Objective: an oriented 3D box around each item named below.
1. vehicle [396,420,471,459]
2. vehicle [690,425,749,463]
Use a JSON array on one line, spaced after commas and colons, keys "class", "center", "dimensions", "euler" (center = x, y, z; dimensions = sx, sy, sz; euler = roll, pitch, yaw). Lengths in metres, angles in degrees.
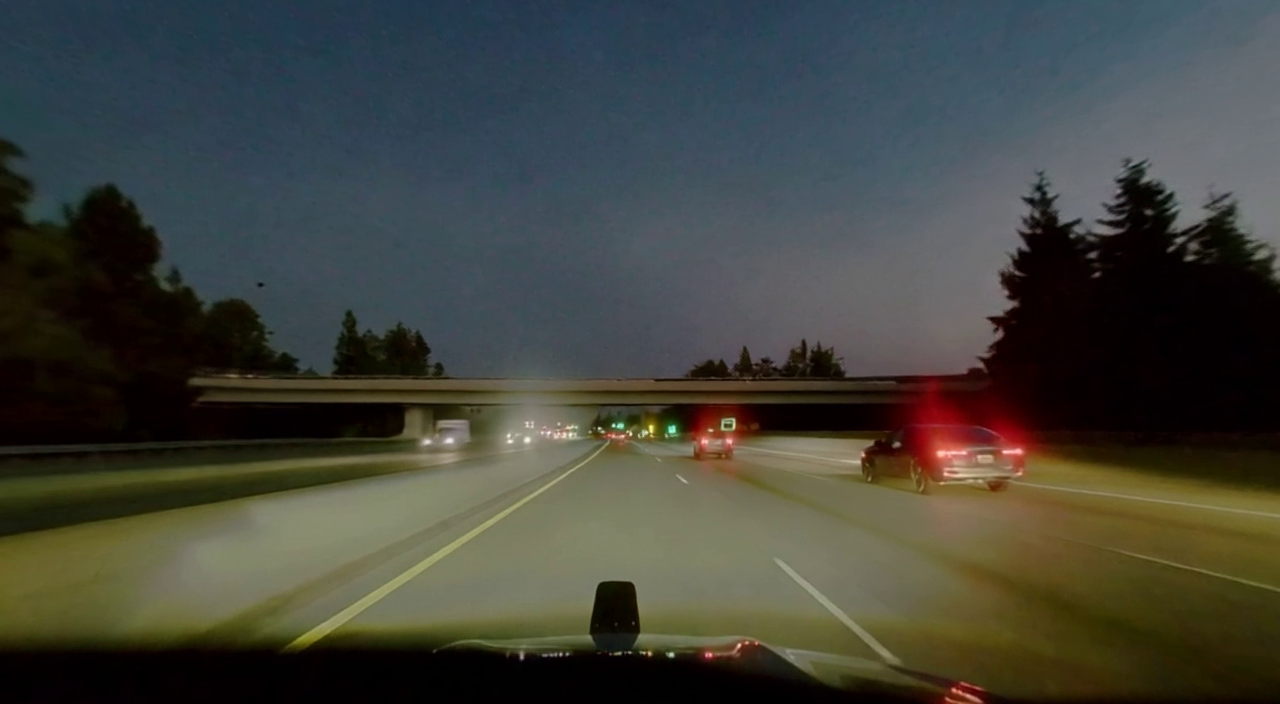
[{"class": "vehicle", "center": [-9.264, 3.958, 28.660], "dimensions": [2.058, 1.632, 4.191], "euler": [0, -7, -2]}, {"class": "vehicle", "center": [3.413, 4.036, 27.848], "dimensions": [1.938, 1.578, 3.764], "euler": [0, -7, -3]}]
